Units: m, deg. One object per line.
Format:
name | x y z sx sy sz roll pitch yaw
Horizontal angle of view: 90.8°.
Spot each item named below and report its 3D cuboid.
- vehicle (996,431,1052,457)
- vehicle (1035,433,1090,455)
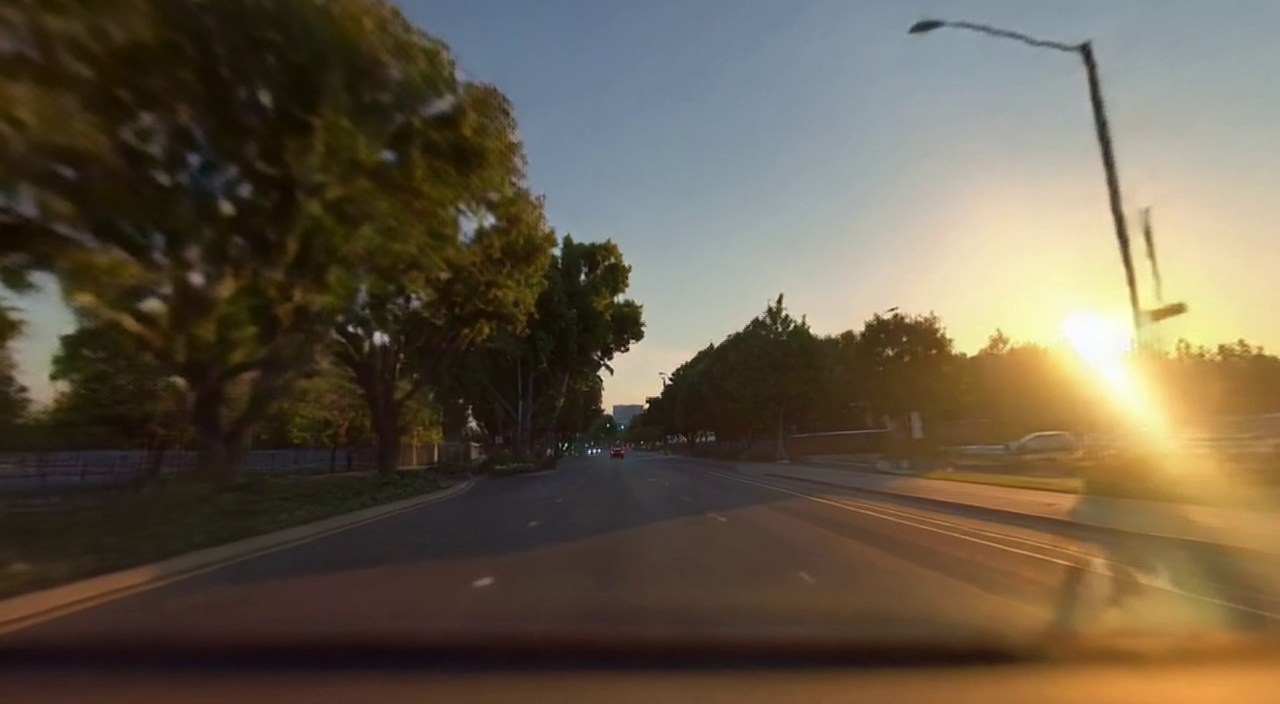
vehicle | 26.034 6.289 42.996 2.055 1.645 4.679 -3 -9 17
vehicle | 29.164 6.401 43.704 1.736 1.440 3.989 -2 -9 12
